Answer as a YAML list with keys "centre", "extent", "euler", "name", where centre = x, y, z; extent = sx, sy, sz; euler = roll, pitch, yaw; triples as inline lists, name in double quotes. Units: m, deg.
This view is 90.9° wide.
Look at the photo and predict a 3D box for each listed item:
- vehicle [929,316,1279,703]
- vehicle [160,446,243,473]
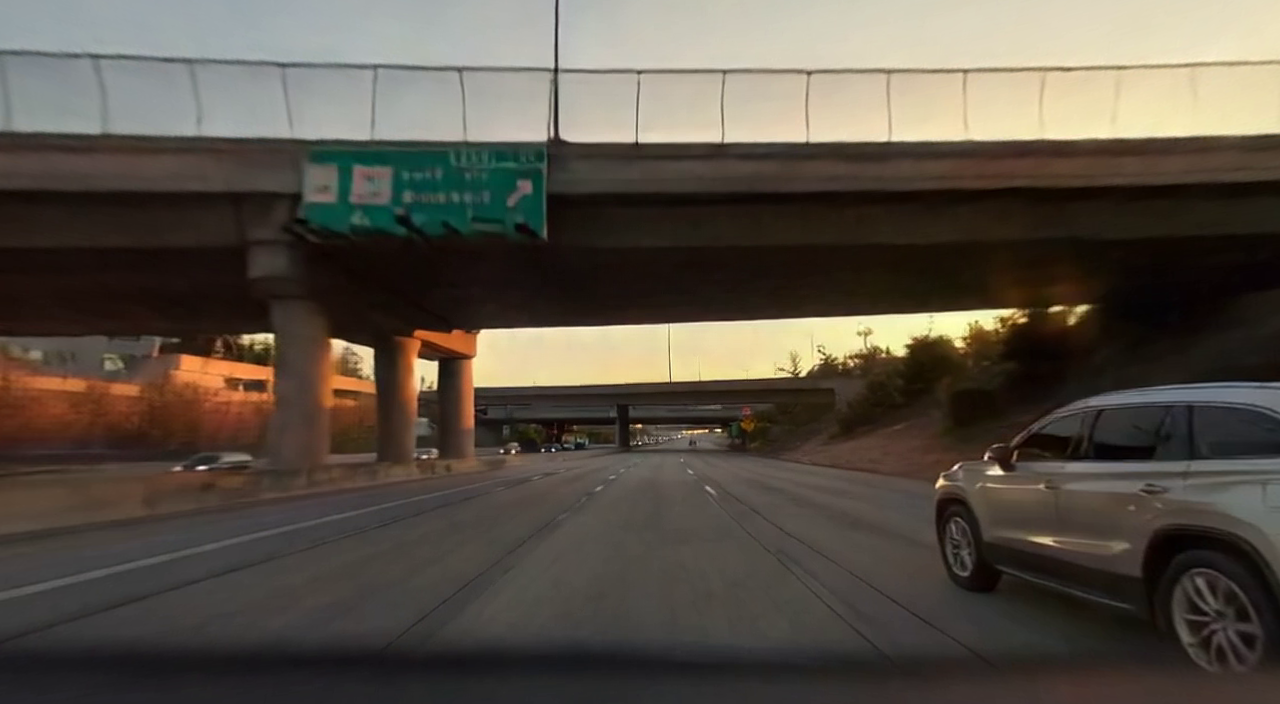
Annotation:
- centre: [3.593, 0.850, 3.335]
  extent: [2.019, 1.732, 4.579]
  euler: [0, -8, 1]
  name: "vehicle"
- centre: [-29.421, 7.191, 42.491]
  extent: [1.935, 1.691, 4.440]
  euler: [-2, -9, 9]
  name: "vehicle"
